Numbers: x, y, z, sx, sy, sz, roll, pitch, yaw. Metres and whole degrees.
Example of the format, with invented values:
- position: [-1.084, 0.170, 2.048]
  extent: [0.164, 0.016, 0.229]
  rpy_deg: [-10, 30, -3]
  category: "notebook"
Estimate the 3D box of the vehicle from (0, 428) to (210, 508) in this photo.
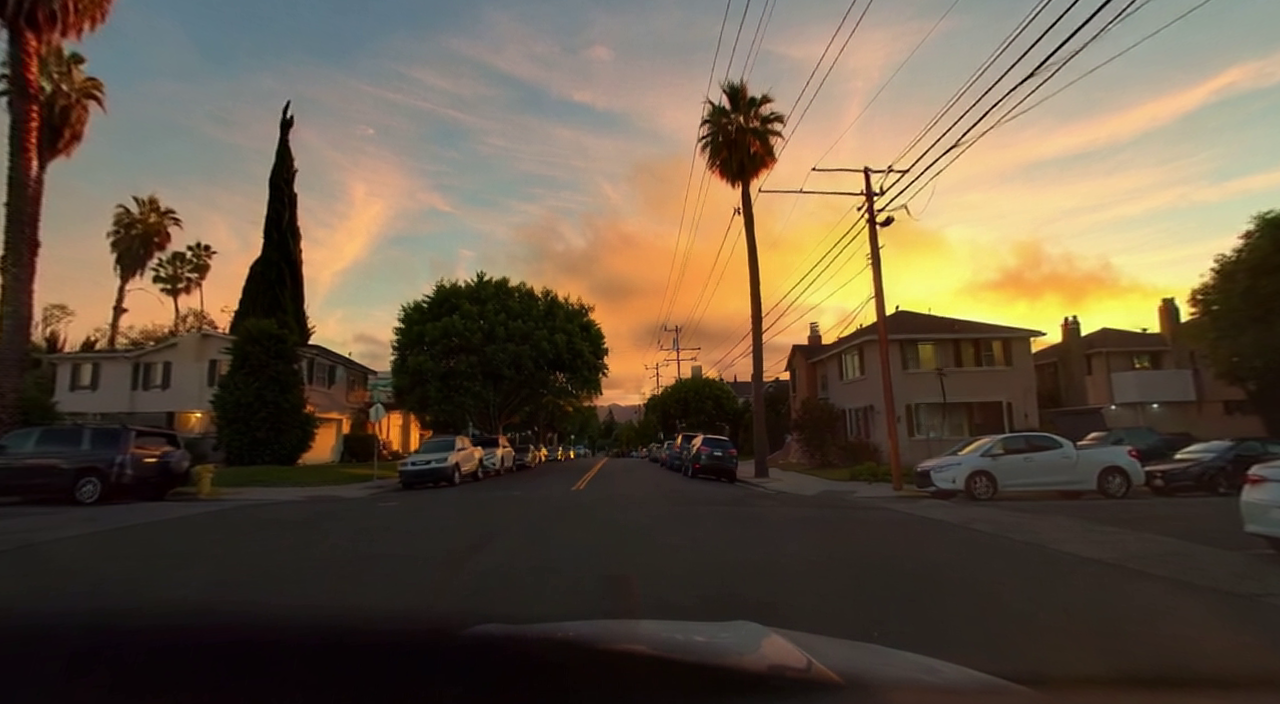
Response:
- position: [-14.779, 2.953, 16.067]
  extent: [5.847, 1.766, 2.392]
  rpy_deg: [-1, -9, -2]
  category: "vehicle"

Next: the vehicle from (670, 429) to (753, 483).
- position: [2.711, 4.168, 25.588]
  extent: [2.505, 1.895, 5.805]
  rpy_deg: [1, -9, -2]
  category: "vehicle"

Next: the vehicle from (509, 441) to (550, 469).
- position: [-7.821, 7.316, 45.133]
  extent: [2.178, 1.865, 4.658]
  rpy_deg: [1, -9, -2]
  category: "vehicle"

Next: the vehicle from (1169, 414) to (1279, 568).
- position: [8.990, 1.562, 7.129]
  extent: [4.181, 1.638, 2.015]
  rpy_deg: [0, -9, -1]
  category: "vehicle"

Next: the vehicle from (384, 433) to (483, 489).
- position: [-6.949, 3.720, 21.834]
  extent: [2.198, 1.724, 4.493]
  rpy_deg: [1, -9, -5]
  category: "vehicle"

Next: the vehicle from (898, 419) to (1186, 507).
- position: [10.303, 2.876, 16.574]
  extent: [5.971, 1.967, 2.385]
  rpy_deg: [-1, -9, -5]
  category: "vehicle"
